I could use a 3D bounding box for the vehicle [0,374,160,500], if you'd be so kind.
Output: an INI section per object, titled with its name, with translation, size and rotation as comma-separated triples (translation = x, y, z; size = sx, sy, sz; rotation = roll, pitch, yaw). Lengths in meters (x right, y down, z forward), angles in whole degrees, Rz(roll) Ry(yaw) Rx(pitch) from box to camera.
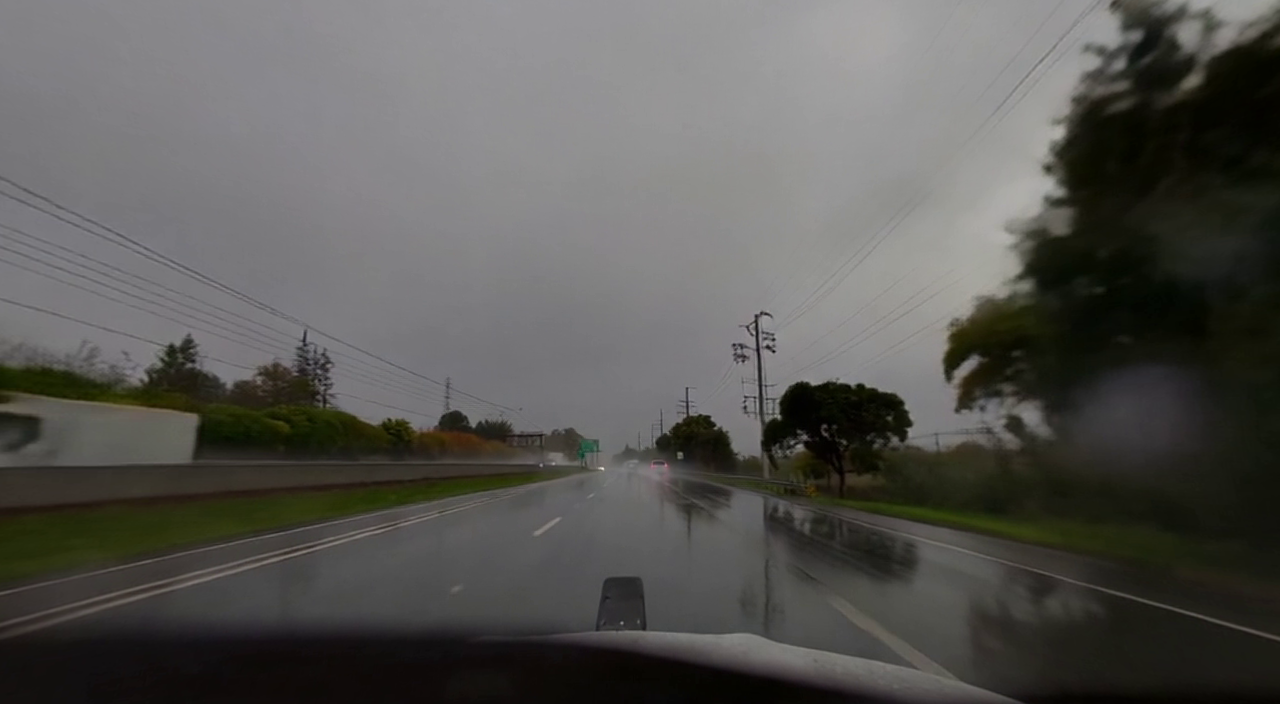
[vehicle]
translation = -16.909, 2.267, 16.683
size = 2.713, 3.016, 6.960
rotation = 2, -10, 0
